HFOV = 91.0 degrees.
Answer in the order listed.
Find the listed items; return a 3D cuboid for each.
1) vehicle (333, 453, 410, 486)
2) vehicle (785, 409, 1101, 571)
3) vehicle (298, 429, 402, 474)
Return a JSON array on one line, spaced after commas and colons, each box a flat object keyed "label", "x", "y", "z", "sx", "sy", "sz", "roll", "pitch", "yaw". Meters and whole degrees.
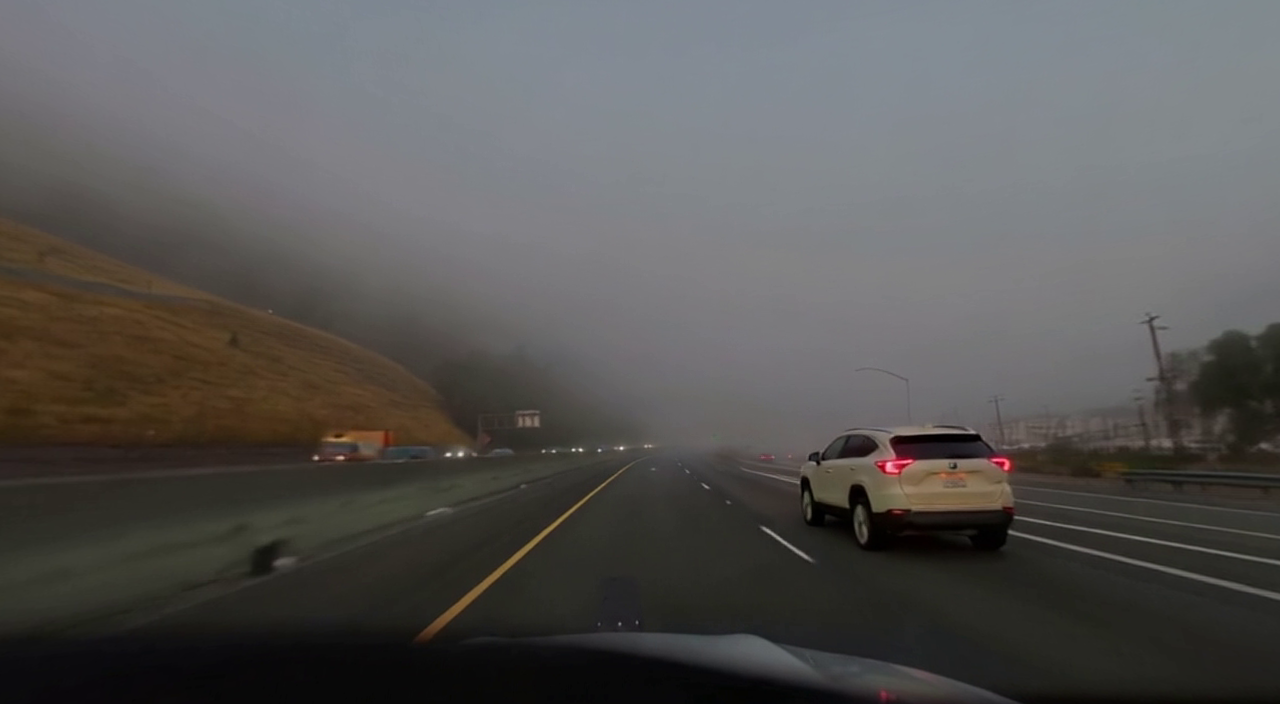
[{"label": "vehicle", "x": -13.311, "y": 5.826, "z": 31.516, "sx": 1.887, "sy": 1.459, "sz": 4.376, "roll": 0, "pitch": -9, "yaw": 1}, {"label": "vehicle", "x": 3.889, "y": 1.871, "z": 9.316, "sx": 2.318, "sy": 1.766, "sz": 4.587, "roll": 0, "pitch": -9, "yaw": -1}, {"label": "vehicle", "x": -20.460, "y": 7.109, "z": 45.267, "sx": 2.909, "sy": 2.854, "sz": 9.153, "roll": 0, "pitch": -9, "yaw": 2}]
